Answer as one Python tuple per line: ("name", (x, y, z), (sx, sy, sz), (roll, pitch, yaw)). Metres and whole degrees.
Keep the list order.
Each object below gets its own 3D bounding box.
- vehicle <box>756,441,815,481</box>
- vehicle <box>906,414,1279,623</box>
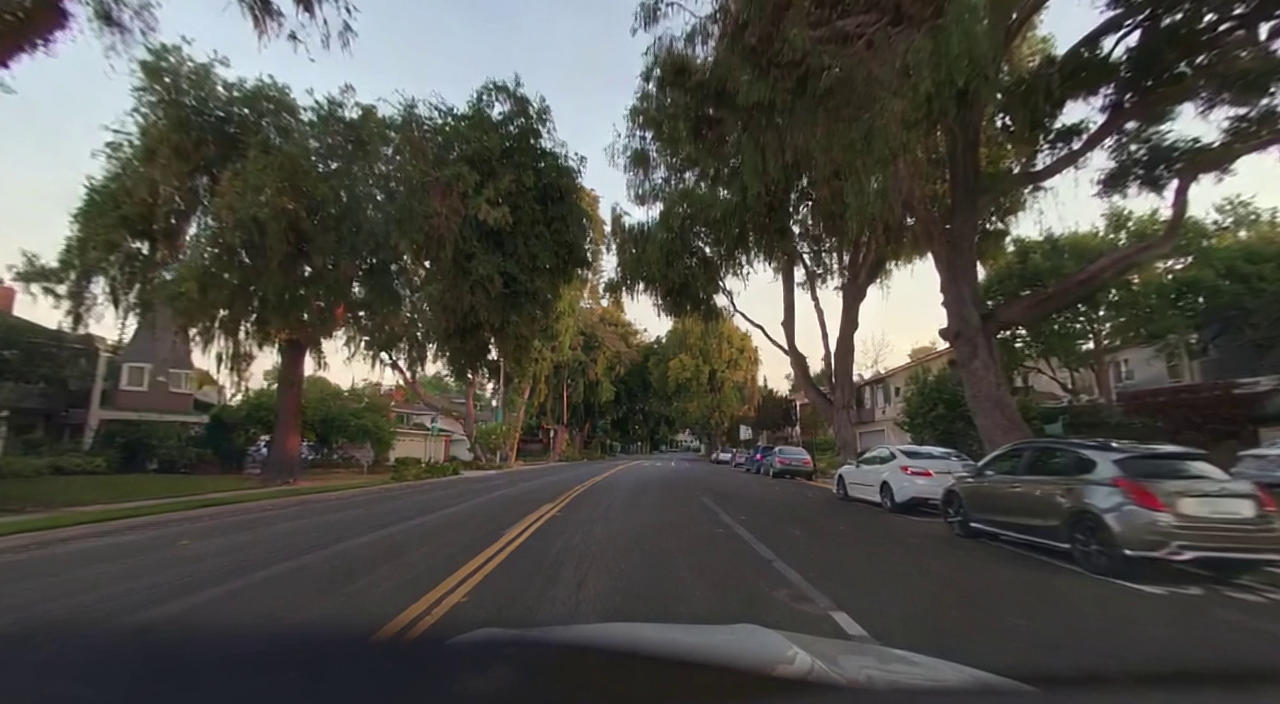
("vehicle", (6.482, 4.879, 28.563), (1.798, 1.669, 3.626), (0, -9, 0))
("vehicle", (5.219, 1.703, 7.593), (2.085, 1.647, 5.027), (-1, -9, 3))
